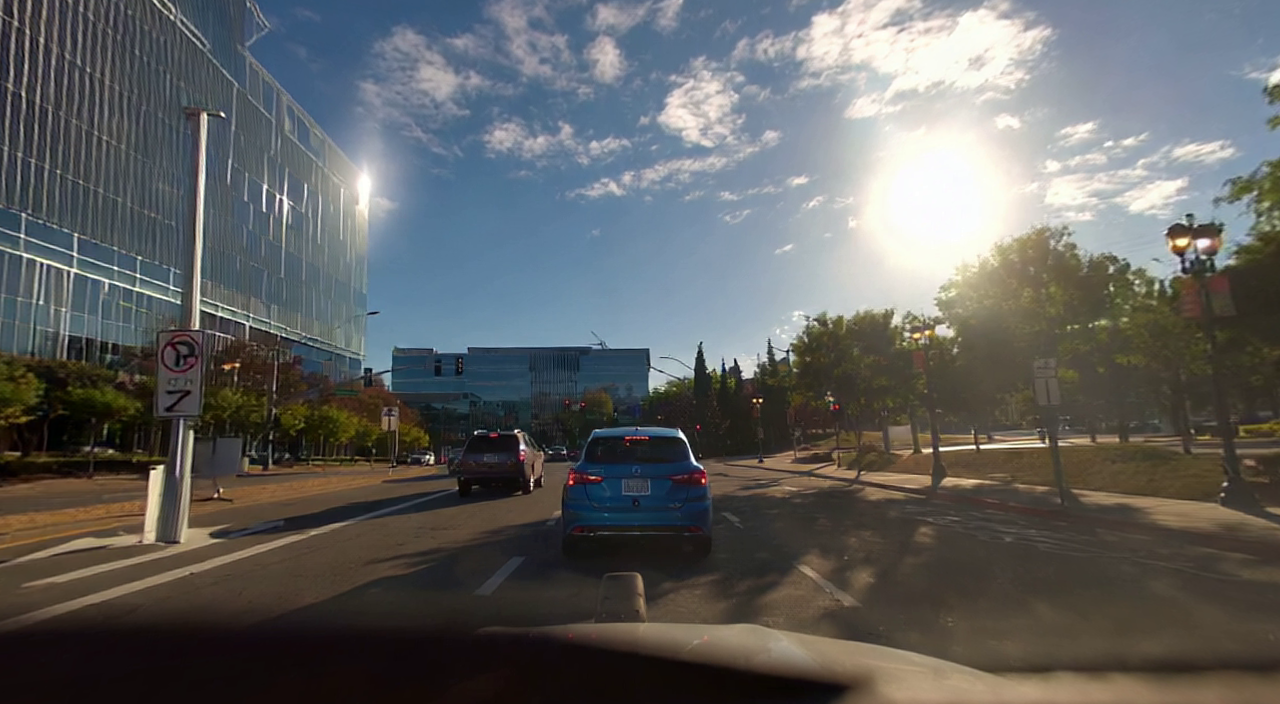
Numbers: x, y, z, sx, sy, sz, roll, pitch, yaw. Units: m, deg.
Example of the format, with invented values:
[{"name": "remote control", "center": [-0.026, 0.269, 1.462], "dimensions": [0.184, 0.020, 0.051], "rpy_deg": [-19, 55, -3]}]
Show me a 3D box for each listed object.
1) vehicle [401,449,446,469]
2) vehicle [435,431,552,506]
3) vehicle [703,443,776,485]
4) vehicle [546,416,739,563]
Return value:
[{"name": "vehicle", "center": [-16.704, 8.269, 48.953], "dimensions": [1.826, 1.422, 4.490], "rpy_deg": [0, -8, 0]}, {"name": "vehicle", "center": [-3.620, 2.964, 16.492], "dimensions": [2.068, 1.678, 4.199], "rpy_deg": [0, -8, 0]}, {"name": "vehicle", "center": [3.716, 4.256, 24.461], "dimensions": [2.082, 1.445, 4.426], "rpy_deg": [0, -8, 0]}, {"name": "vehicle", "center": [0.016, 1.886, 9.398], "dimensions": [2.207, 1.659, 4.155], "rpy_deg": [0, -8, 0]}]
